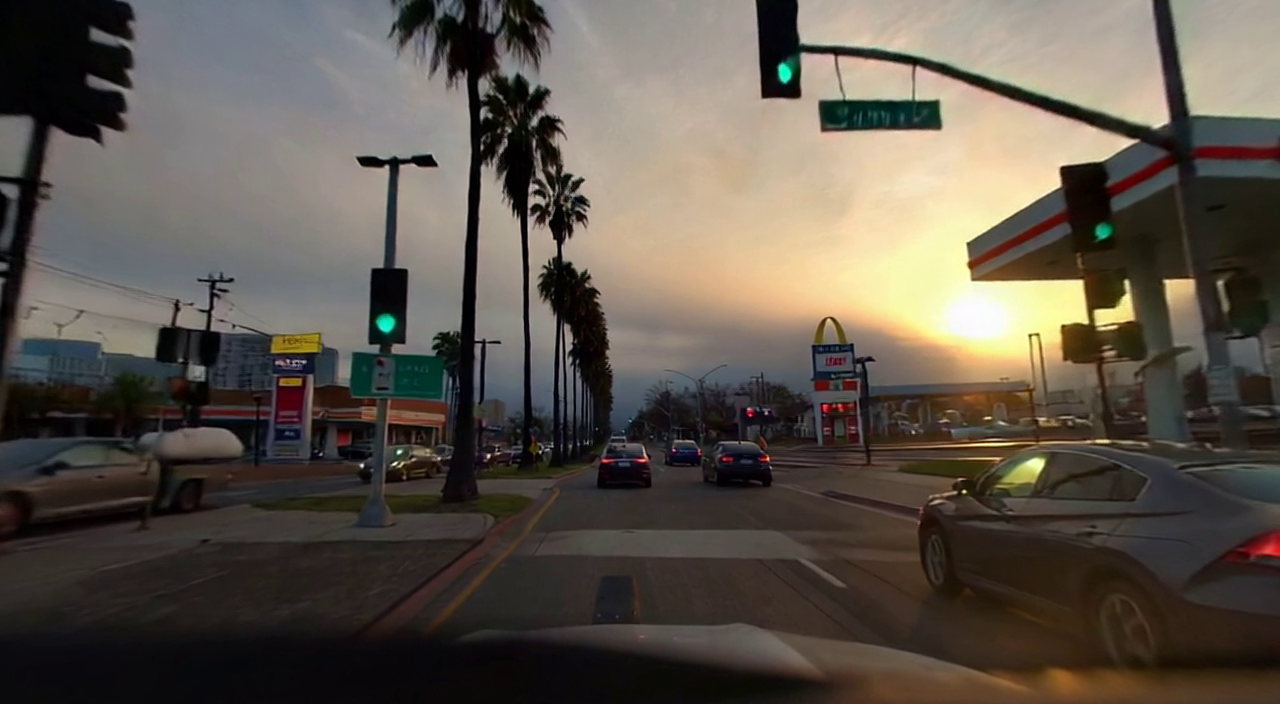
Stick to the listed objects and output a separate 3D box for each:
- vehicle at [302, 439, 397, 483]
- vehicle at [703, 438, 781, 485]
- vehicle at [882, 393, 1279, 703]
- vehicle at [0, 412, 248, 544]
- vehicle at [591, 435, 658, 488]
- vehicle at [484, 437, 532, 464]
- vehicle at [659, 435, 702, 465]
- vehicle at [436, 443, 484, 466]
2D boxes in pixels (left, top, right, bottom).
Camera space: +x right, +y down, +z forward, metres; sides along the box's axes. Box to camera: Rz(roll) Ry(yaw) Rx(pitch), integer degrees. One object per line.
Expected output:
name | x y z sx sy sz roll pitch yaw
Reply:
vehicle | -12.540 4.719 27.658 2.006 1.737 4.537 0 -8 0
vehicle | 3.410 3.763 22.042 1.889 1.448 4.262 0 -8 -2
vehicle | 3.392 1.131 4.000 1.987 1.474 4.198 0 -8 -1
vehicle | -10.178 2.171 11.491 2.252 1.871 5.727 -1 -8 2
vehicle | -0.514 3.588 21.030 2.021 1.550 4.090 0 -8 -1
vehicle | -8.788 6.611 42.535 1.980 1.719 4.963 0 -8 2
vehicle | 2.541 6.318 40.977 2.299 1.803 5.434 0 -8 -1
vehicle | -12.119 6.922 42.880 1.908 1.506 4.397 0 -8 1
